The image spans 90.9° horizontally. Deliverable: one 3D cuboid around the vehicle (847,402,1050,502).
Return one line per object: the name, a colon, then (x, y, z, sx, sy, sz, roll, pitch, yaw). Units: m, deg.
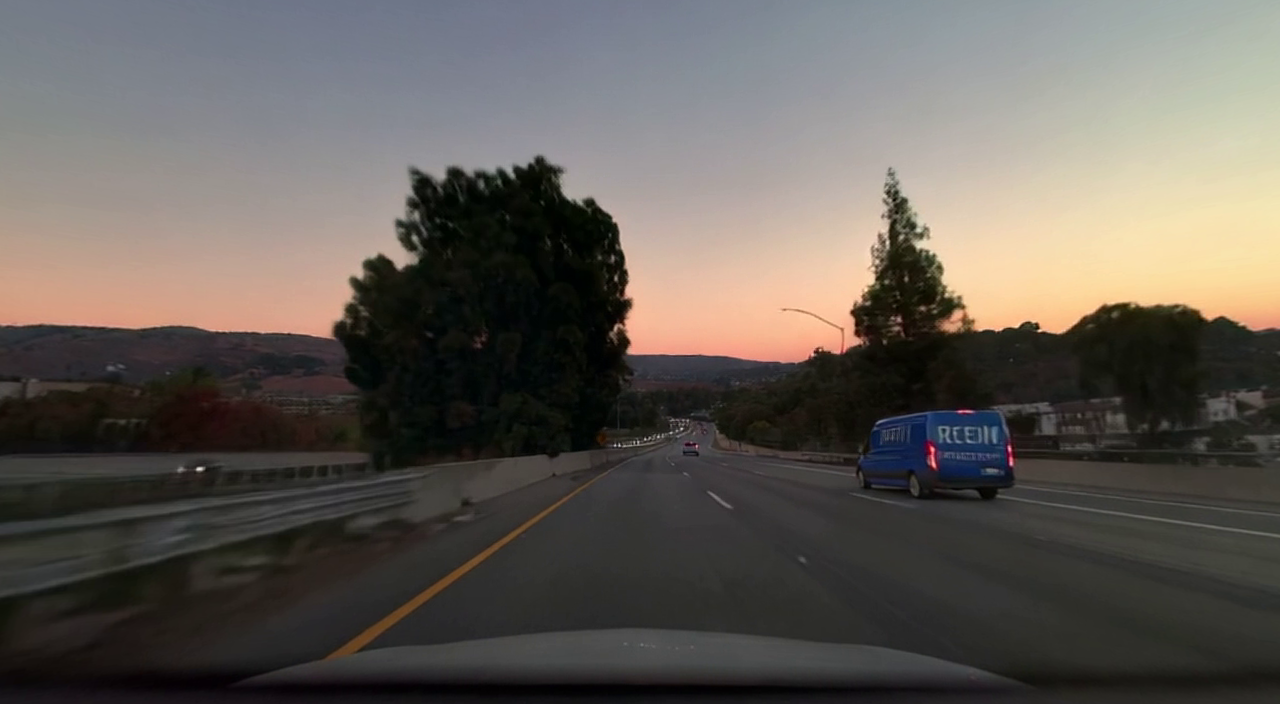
vehicle: (7.330, 2.485, 15.927, 2.275, 2.059, 5.543, 0, -8, 0)

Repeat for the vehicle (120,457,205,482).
vehicle: (-31.959, 7.842, 42.417, 1.895, 1.497, 4.794, 0, -8, 1)
